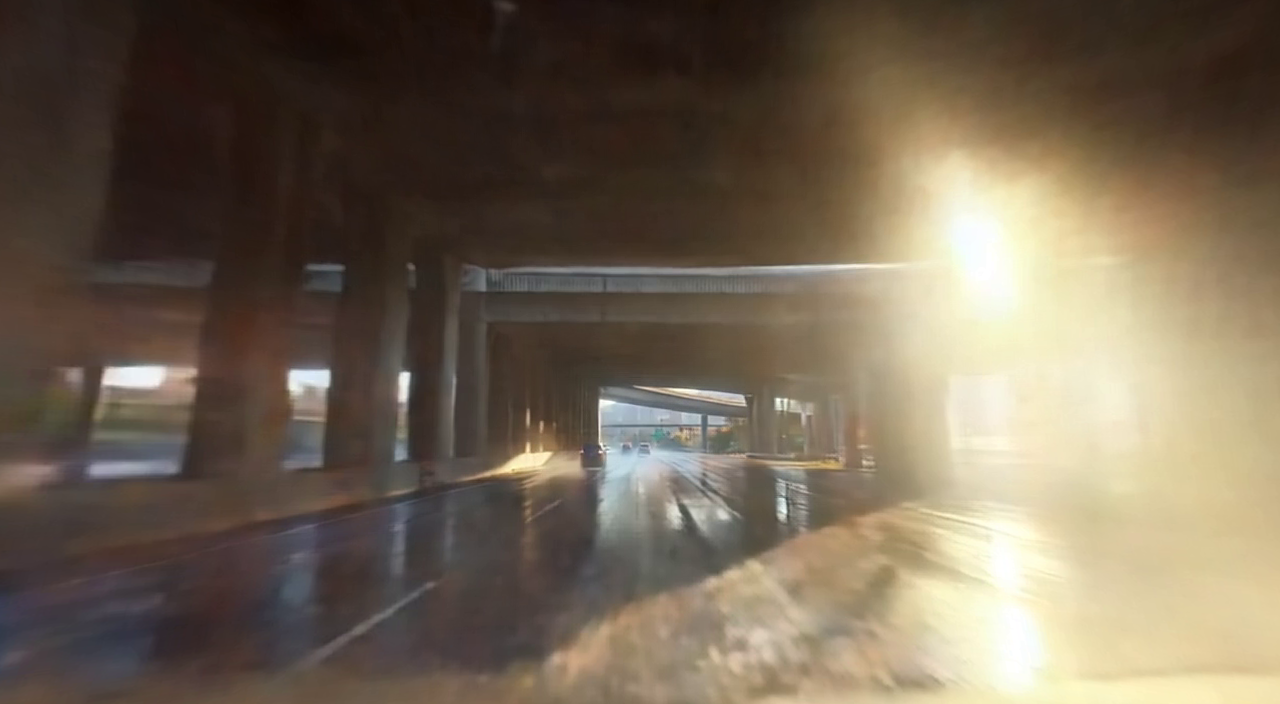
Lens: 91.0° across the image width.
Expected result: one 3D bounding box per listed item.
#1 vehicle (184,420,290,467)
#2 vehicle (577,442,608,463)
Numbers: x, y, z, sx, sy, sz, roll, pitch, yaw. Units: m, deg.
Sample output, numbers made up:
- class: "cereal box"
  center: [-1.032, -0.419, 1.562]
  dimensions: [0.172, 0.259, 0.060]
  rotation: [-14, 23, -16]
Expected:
- class: "vehicle"
  center: [-29.368, 6.762, 46.308]
  dimensions: [3.162, 3.145, 6.741]
  rotation: [0, -9, 1]
- class: "vehicle"
  center: [-3.590, 7.702, 48.208]
  dimensions: [1.954, 1.528, 4.010]
  rotation: [0, -9, 1]
